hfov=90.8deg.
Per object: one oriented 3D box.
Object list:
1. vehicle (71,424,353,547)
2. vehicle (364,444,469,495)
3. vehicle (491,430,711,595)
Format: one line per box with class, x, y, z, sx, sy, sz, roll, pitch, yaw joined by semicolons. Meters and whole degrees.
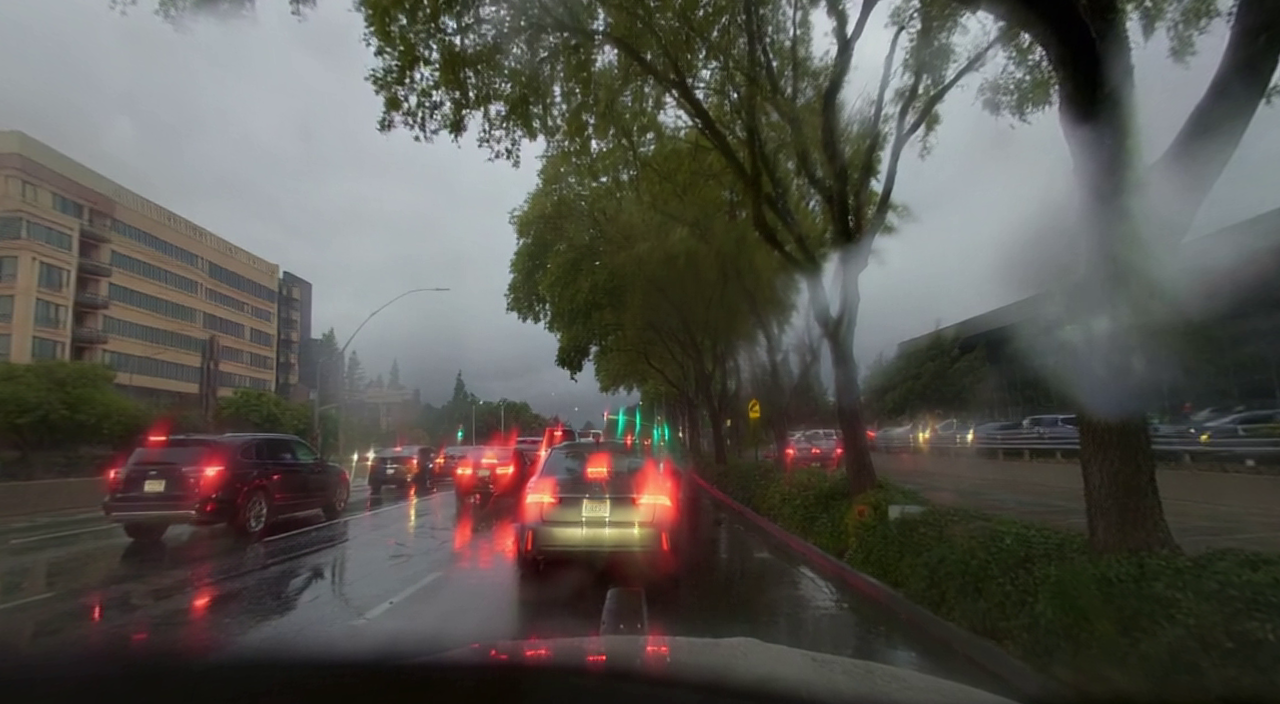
vehicle;-7.302;2.286;11.491;2.068;1.784;4.224;0;-9;1
vehicle;-7.341;3.880;21.263;1.851;1.532;4.279;0;-9;2
vehicle;-0.374;1.818;8.011;2.066;1.544;3.954;0;-9;0
